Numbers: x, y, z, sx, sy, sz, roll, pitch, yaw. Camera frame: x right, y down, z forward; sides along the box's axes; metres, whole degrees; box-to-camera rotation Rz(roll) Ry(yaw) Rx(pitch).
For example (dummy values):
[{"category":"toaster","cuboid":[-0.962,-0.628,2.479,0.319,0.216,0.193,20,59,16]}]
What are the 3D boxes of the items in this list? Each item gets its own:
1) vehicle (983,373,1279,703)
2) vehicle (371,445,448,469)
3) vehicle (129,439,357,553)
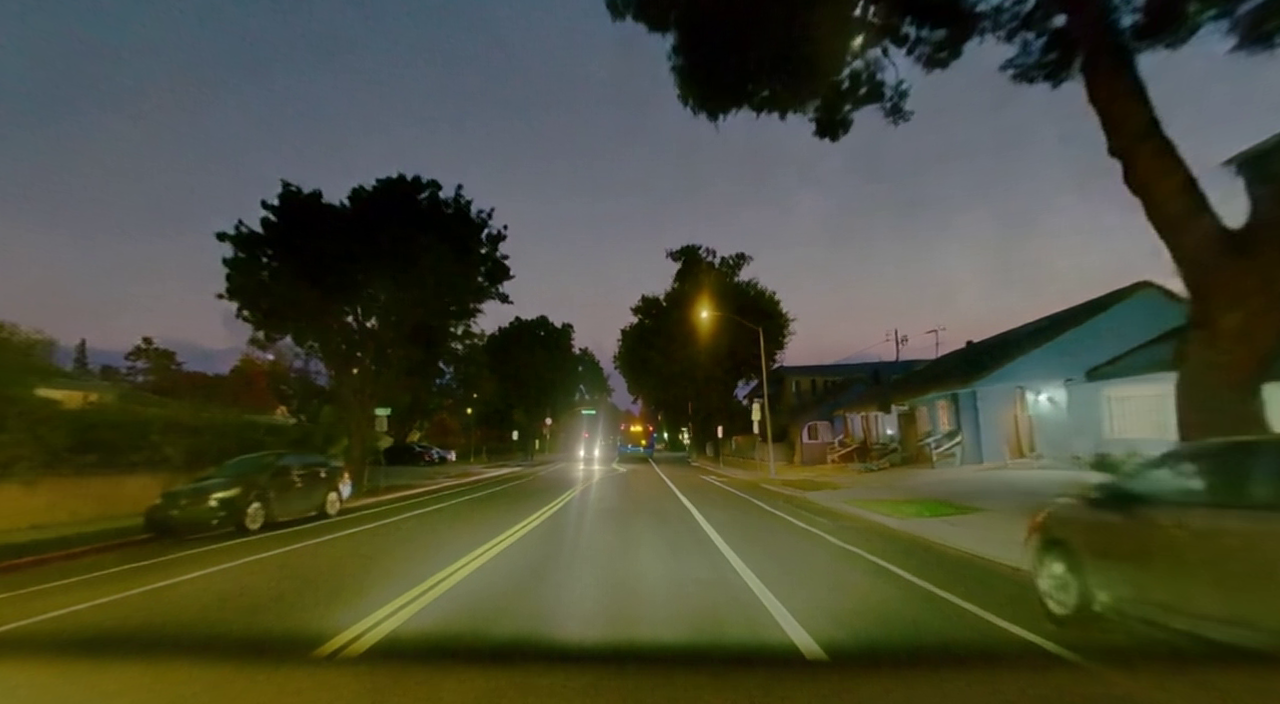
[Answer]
[{"category":"vehicle","cuboid":[4.237,1.150,3.421,2.060,1.833,4.927,5,-9,0]},{"category":"vehicle","cuboid":[-15.556,7.103,42.865,4.481,1.591,1.807,0,-9,-1]},{"category":"vehicle","cuboid":[-7.887,2.837,13.210,1.898,1.755,4.603,-5,-9,-1]}]
